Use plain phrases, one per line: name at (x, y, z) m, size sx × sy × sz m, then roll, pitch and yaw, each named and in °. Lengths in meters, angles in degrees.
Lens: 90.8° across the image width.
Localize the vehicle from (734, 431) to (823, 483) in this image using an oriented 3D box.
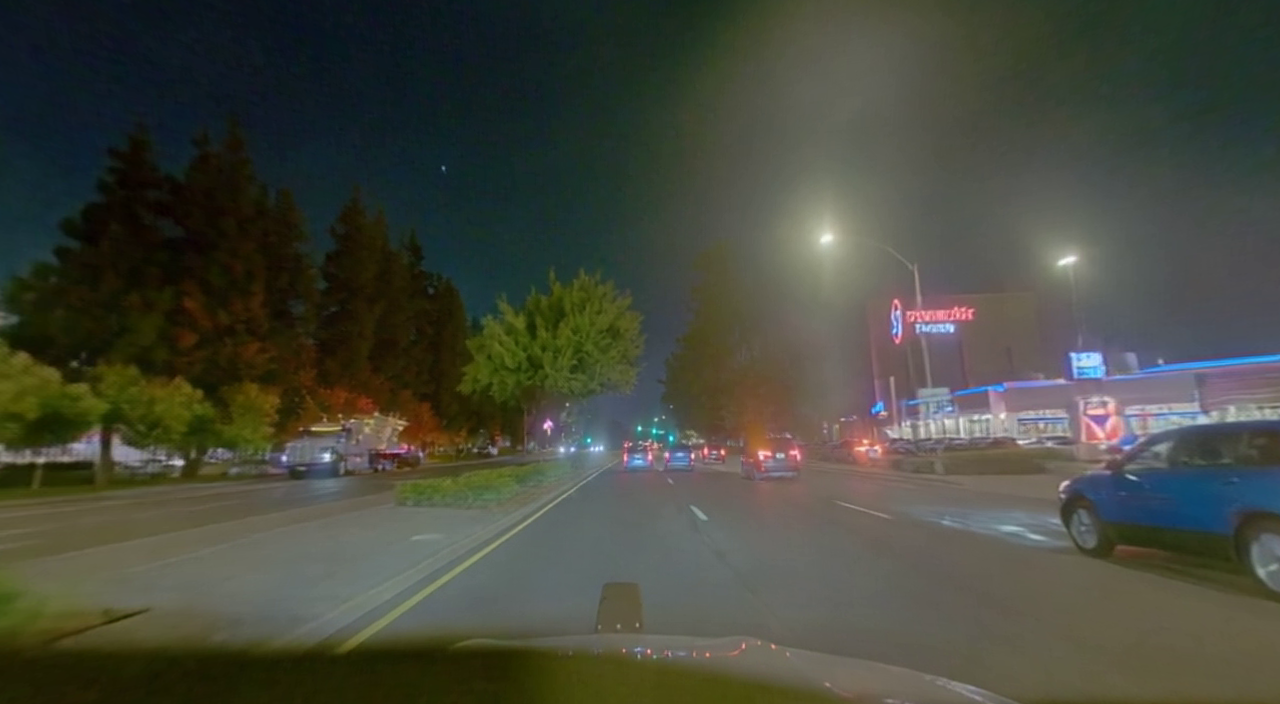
vehicle at (5.163, 3.991, 24.285) m, size 2.140 × 1.811 × 4.593 m, roll 0°, pitch -8°, yaw -3°

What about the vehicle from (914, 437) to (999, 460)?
vehicle at (19.990, 6.105, 40.041) m, size 4.342 × 1.388 × 1.946 m, roll 0°, pitch -8°, yaw -2°

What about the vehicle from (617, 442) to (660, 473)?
vehicle at (-0.114, 5.292, 31.908) m, size 2.056 × 1.440 × 3.798 m, roll 0°, pitch -8°, yaw -1°

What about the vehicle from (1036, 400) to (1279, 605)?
vehicle at (6.165, 1.351, 6.036) m, size 1.949 × 1.647 × 4.261 m, roll 0°, pitch -8°, yaw 0°

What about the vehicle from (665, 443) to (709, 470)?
vehicle at (2.514, 5.715, 34.685) m, size 1.970 × 1.402 × 3.756 m, roll 0°, pitch -8°, yaw -2°

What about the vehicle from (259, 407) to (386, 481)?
vehicle at (-19.319, 5.722, 39.338) m, size 2.999 × 4.017 × 8.806 m, roll 0°, pitch -8°, yaw 2°
